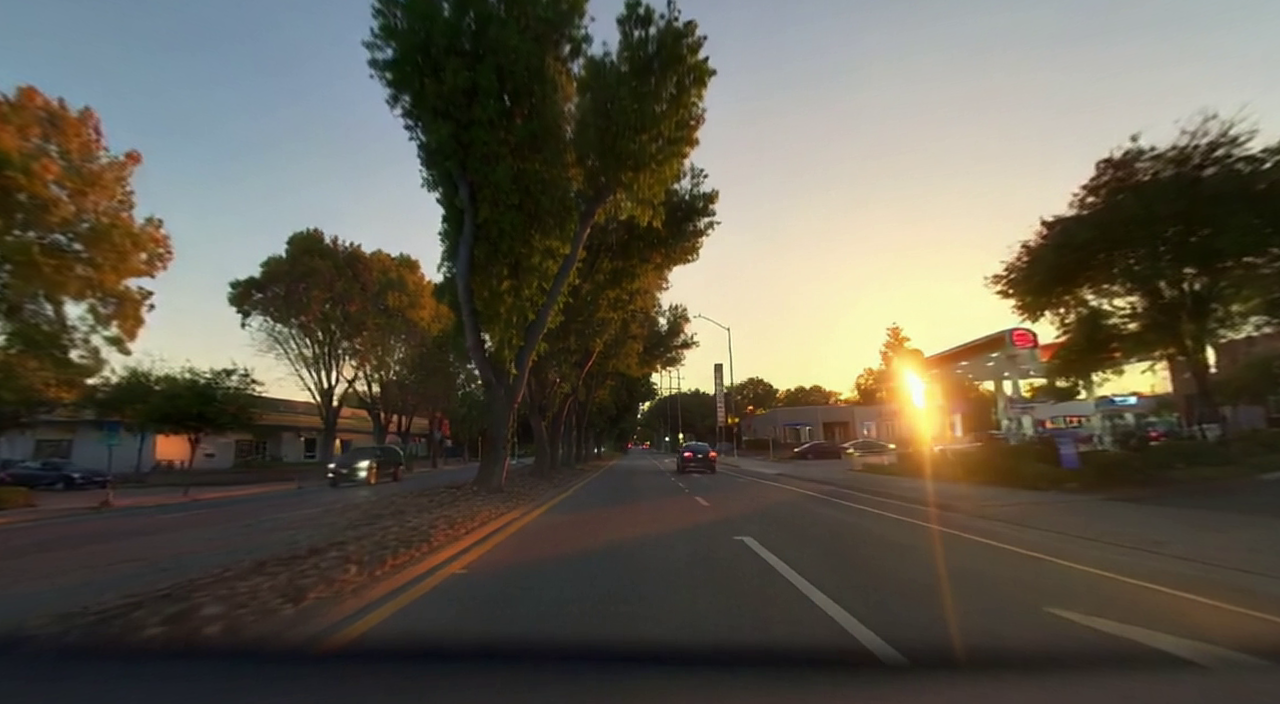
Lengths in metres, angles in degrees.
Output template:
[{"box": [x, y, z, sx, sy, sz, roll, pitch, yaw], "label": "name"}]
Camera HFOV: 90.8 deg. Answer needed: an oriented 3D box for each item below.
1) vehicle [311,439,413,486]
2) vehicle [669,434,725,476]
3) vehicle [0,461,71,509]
[{"box": [-12.831, 5.111, 29.653, 2.379, 1.967, 5.195, -1, -8, 1], "label": "vehicle"}, {"box": [2.679, 4.990, 30.785, 2.115, 1.840, 4.777, 0, -8, -2], "label": "vehicle"}, {"box": [-23.028, 4.780, 22.980, 4.117, 1.557, 1.876, -5, -9, 26], "label": "vehicle"}]
